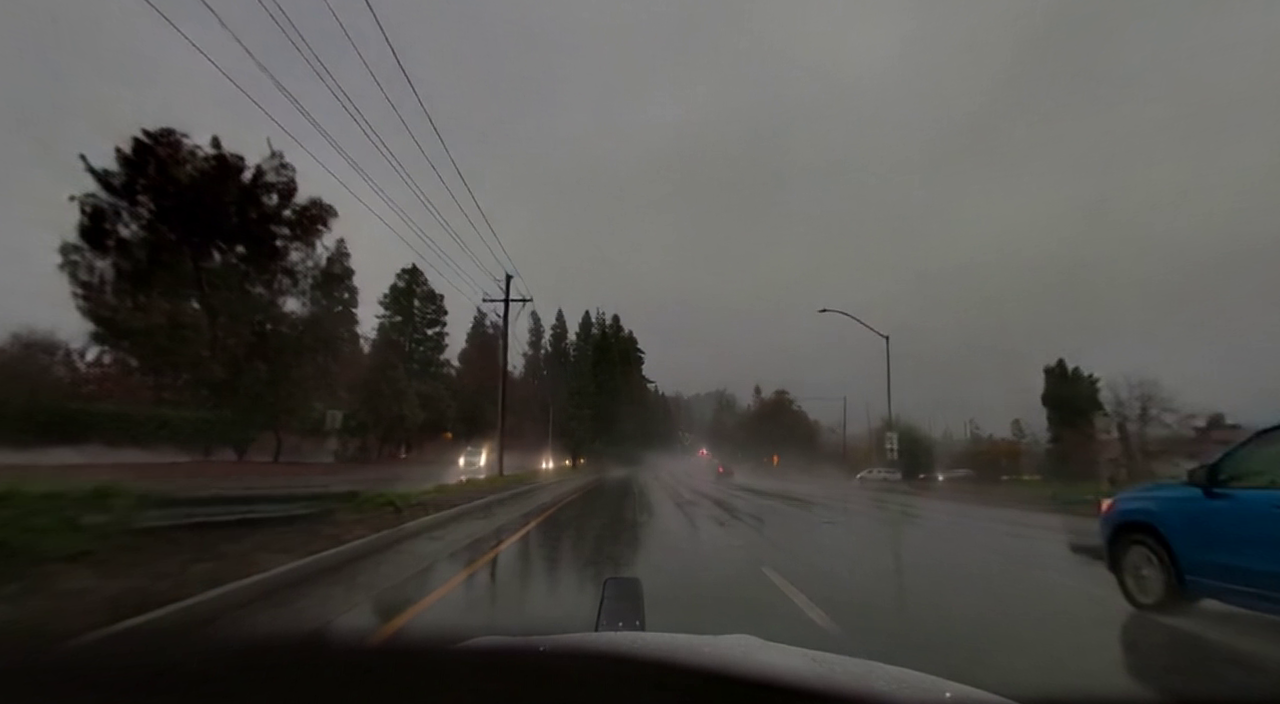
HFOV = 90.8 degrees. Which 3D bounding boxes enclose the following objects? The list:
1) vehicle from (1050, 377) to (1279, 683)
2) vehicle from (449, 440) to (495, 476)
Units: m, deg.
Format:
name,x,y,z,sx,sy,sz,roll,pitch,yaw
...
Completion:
name,x,y,z,sx,sy,sz,roll,pitch,yaw
vehicle,5.081,0.958,3.260,2.331,1.872,5.378,-3,-8,1
vehicle,-11.161,7.166,42.244,2.206,2.034,4.486,-2,-13,-5
